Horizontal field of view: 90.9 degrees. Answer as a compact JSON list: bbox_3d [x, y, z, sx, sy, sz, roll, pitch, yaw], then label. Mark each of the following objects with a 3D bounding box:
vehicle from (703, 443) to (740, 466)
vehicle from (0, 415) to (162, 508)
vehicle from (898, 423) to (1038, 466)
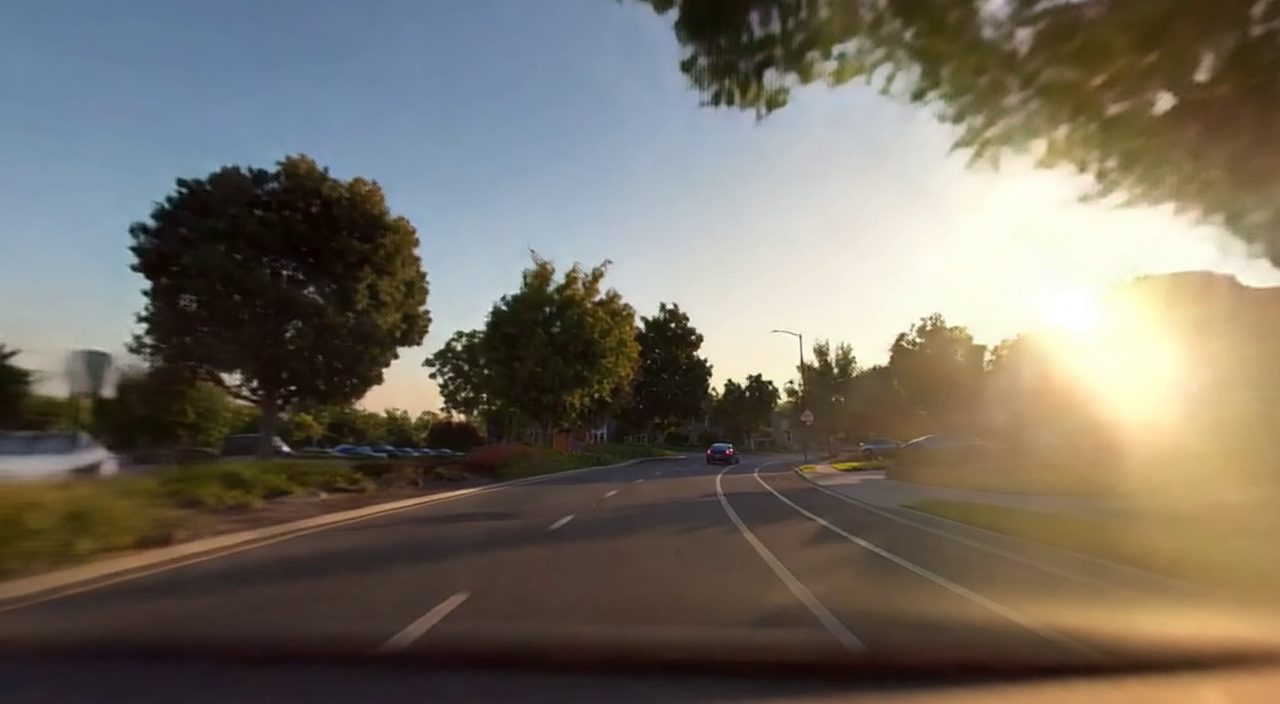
[{"bbox_3d":[5.601,6.922,42.902,2.050,1.456,4.003,-2,-9,14],"label":"vehicle"},{"bbox_3d":[-12.919,2.259,13.191,2.071,1.728,4.514,0,-8,4],"label":"vehicle"},{"bbox_3d":[14.435,4.143,28.086,4.999,1.791,2.177,-2,-9,12],"label":"vehicle"}]
